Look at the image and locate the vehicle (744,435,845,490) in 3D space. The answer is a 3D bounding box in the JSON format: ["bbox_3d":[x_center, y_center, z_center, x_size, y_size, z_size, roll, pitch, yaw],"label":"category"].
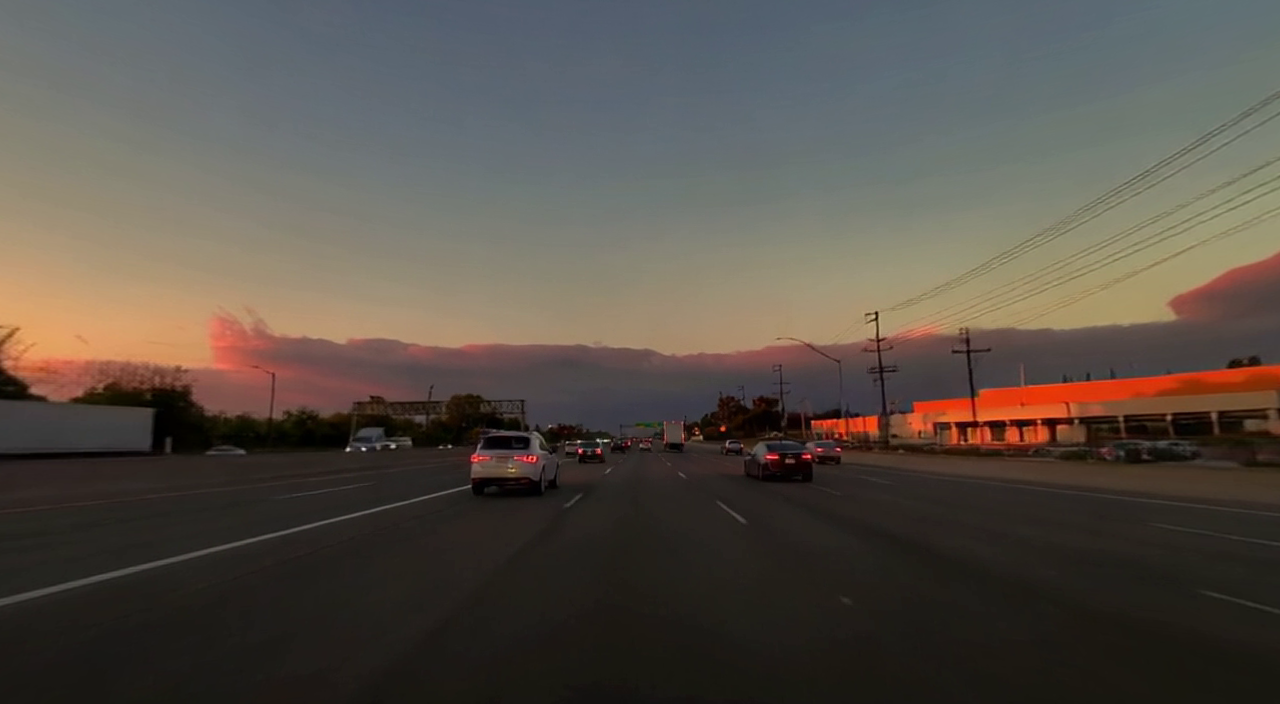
[{"bbox_3d":[4.686,3.412,19.832,1.980,1.501,4.433,0,-8,-1],"label":"vehicle"}]

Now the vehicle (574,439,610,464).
[{"bbox_3d":[-3.024,6.403,40.676,1.929,1.521,4.097,0,-9,1],"label":"vehicle"}]

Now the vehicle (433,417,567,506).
[{"bbox_3d":[-3.147,2.587,15.278,2.130,1.799,4.583,0,-9,1],"label":"vehicle"}]

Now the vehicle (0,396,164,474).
[{"bbox_3d":[-33.931,4.571,34.543,2.895,3.931,15.650,0,-9,3],"label":"vehicle"}]

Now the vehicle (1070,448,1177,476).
[{"bbox_3d":[36.128,8.215,47.168,5.875,1.851,2.305,-3,-9,2],"label":"vehicle"}]
